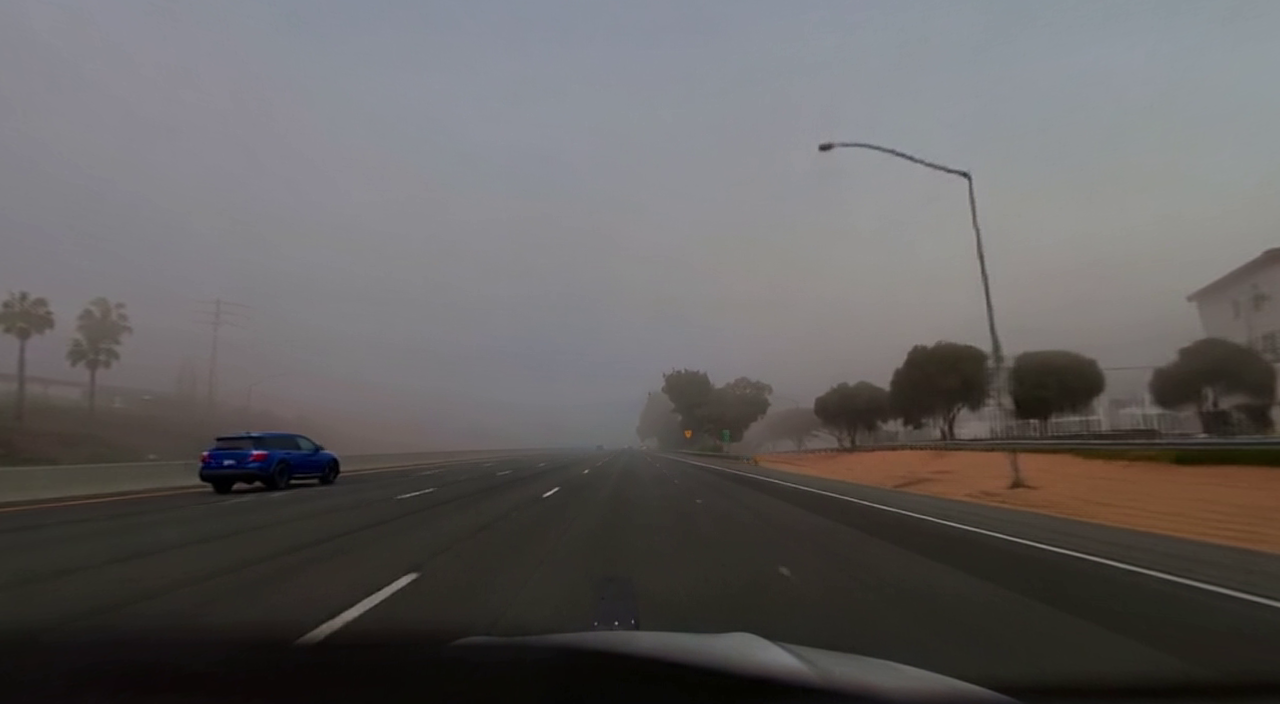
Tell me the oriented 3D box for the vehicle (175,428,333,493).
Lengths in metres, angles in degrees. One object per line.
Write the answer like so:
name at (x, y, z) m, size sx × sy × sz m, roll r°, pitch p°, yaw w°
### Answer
vehicle at (-11.689, 3.316, 19.611) m, size 2.016 × 1.754 × 4.543 m, roll 0°, pitch -8°, yaw 0°
